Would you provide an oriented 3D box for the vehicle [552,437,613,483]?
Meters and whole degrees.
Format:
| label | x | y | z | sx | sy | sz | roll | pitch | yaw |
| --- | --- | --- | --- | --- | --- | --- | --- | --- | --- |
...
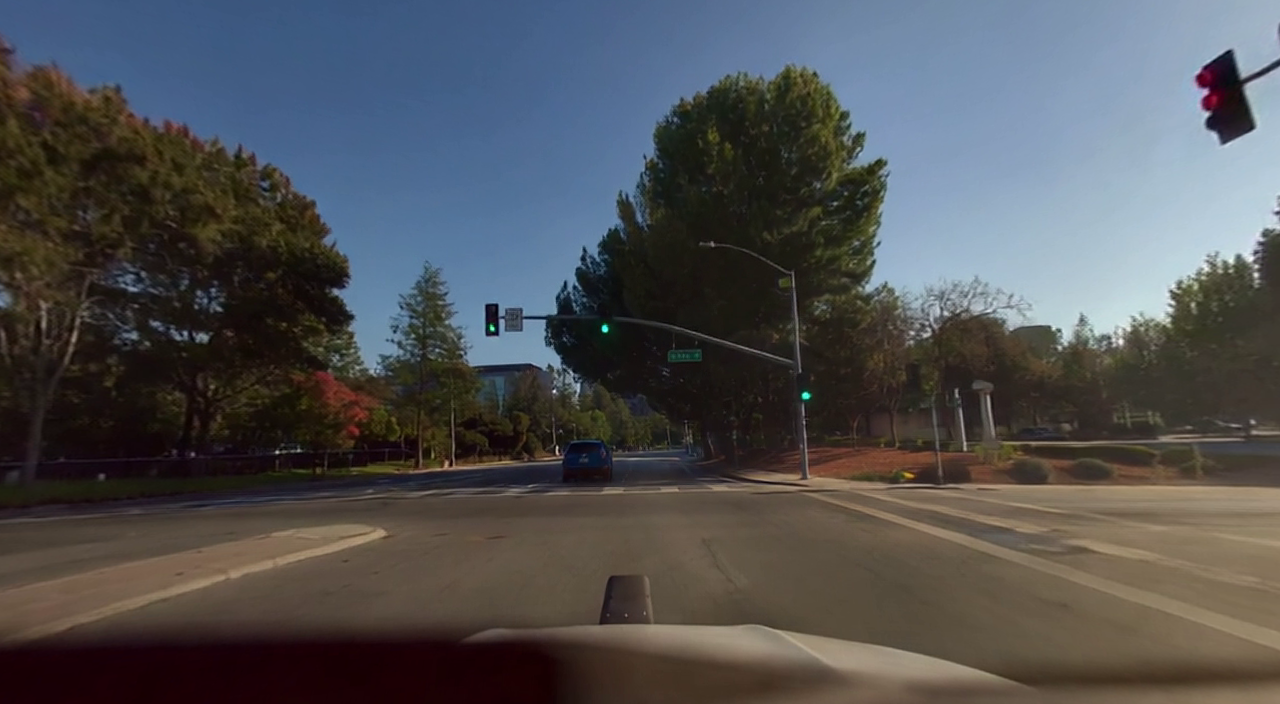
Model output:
| label | x | y | z | sx | sy | sz | roll | pitch | yaw |
| --- | --- | --- | --- | --- | --- | --- | --- | --- | --- |
| vehicle | -2.371 | 4.588 | 27.184 | 2.123 | 1.799 | 4.425 | 0 | -8 | 1 |
